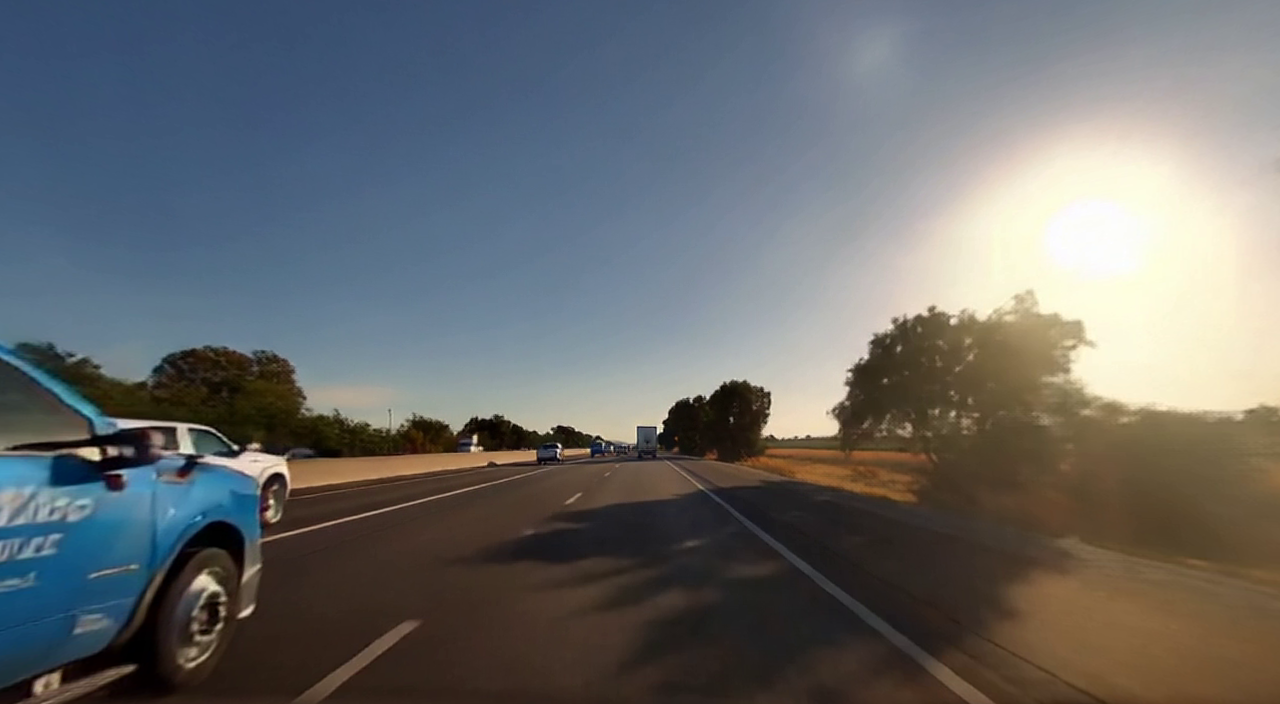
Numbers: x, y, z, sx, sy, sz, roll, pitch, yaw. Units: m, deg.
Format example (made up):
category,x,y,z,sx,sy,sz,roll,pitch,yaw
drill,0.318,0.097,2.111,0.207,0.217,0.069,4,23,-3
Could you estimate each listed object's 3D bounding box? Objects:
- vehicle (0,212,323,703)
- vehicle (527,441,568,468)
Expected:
category,x,y,z,sx,sy,sz,roll,pitch,yaw
vehicle,-3.796,0.495,1.246,2.791,2.330,6.725,0,-8,0
vehicle,-6.758,7.523,46.533,2.193,1.866,4.807,0,-8,1
